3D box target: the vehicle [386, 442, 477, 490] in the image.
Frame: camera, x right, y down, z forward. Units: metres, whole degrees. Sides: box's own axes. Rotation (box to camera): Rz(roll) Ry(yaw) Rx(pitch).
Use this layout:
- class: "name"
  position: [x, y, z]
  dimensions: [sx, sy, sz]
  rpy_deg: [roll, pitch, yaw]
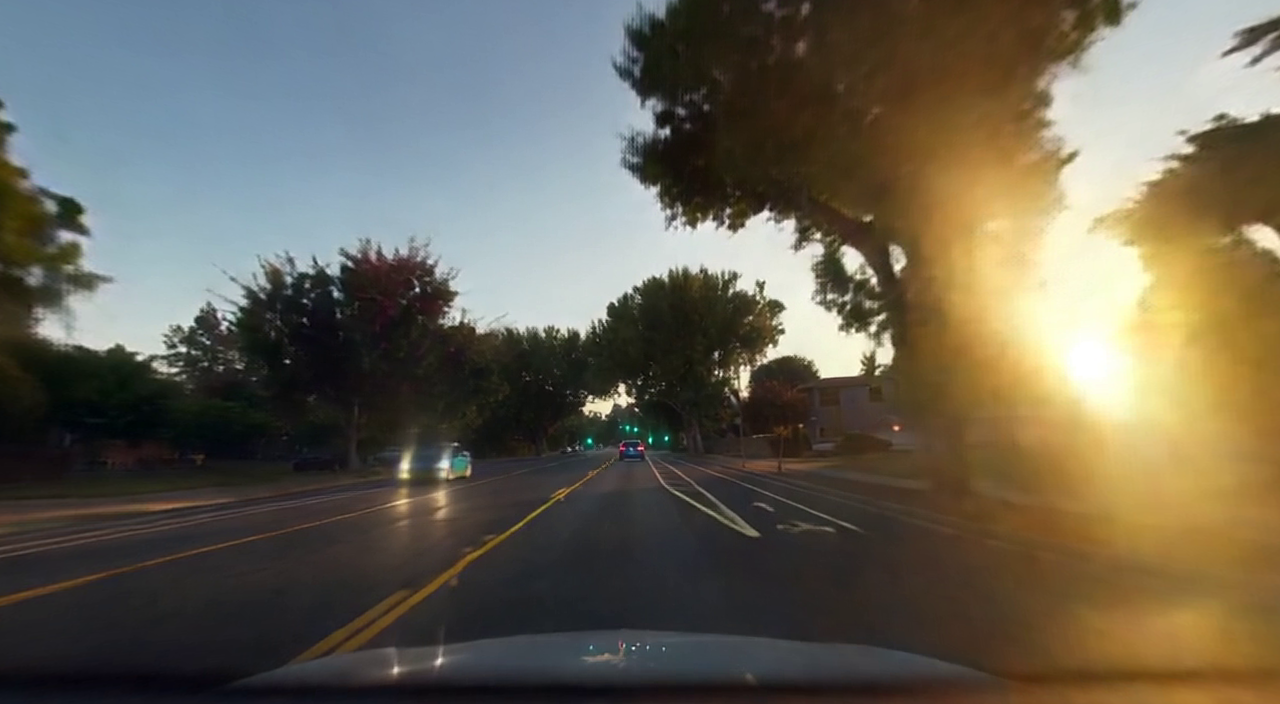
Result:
- class: "vehicle"
  position: [-7.405, 4.059, 22.873]
  dimensions: [1.967, 1.571, 3.853]
  rpy_deg: [0, -8, 0]

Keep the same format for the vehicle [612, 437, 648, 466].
- class: "vehicle"
  position: [-0.703, 6.560, 41.901]
  dimensions: [2.230, 1.827, 4.298]
  rpy_deg: [0, -8, -2]
